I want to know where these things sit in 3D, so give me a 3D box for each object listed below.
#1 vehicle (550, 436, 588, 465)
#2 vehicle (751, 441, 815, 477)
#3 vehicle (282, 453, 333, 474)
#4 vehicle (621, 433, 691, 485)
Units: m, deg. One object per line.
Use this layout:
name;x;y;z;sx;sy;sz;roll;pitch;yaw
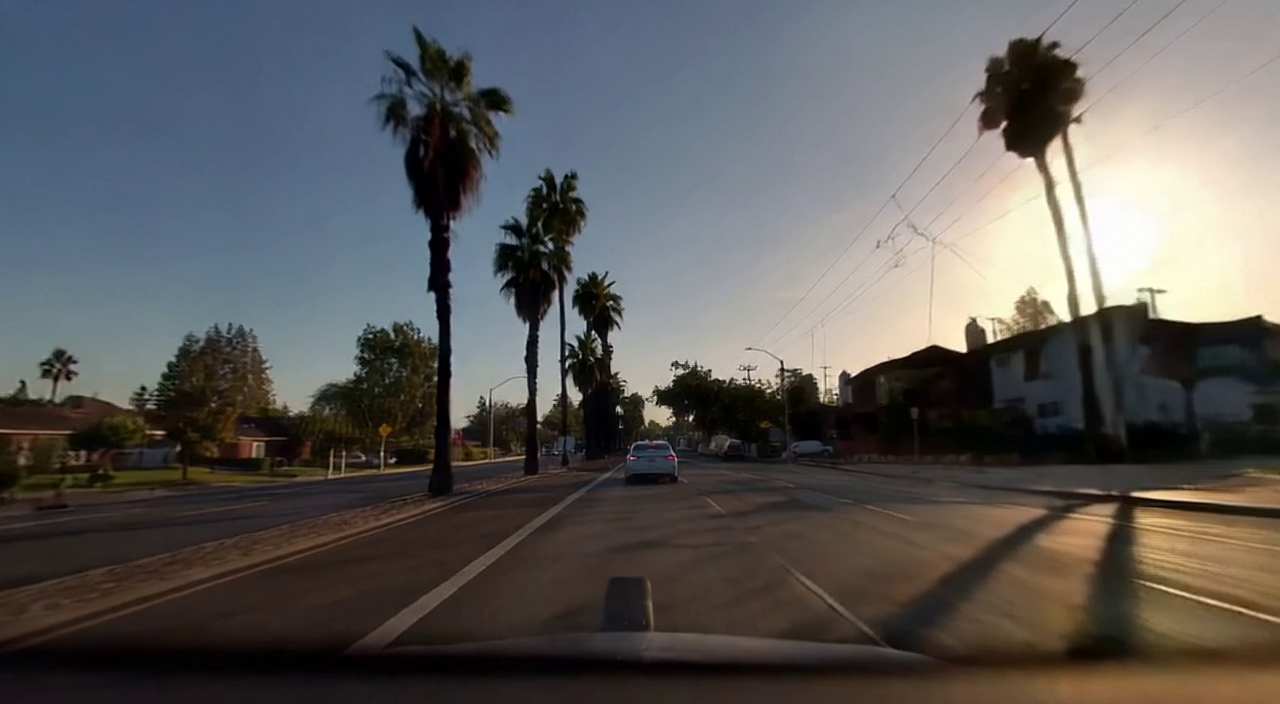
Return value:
vehicle;-5.047;7.120;45.606;2.193;1.967;4.600;0;-8;1
vehicle;6.442;4.860;28.925;1.897;1.477;4.360;0;-8;-1
vehicle;-25.570;8.526;48.327;4.694;1.484;1.893;-8;-11;42
vehicle;0.484;3.794;22.628;2.289;1.679;4.180;0;-8;-1
